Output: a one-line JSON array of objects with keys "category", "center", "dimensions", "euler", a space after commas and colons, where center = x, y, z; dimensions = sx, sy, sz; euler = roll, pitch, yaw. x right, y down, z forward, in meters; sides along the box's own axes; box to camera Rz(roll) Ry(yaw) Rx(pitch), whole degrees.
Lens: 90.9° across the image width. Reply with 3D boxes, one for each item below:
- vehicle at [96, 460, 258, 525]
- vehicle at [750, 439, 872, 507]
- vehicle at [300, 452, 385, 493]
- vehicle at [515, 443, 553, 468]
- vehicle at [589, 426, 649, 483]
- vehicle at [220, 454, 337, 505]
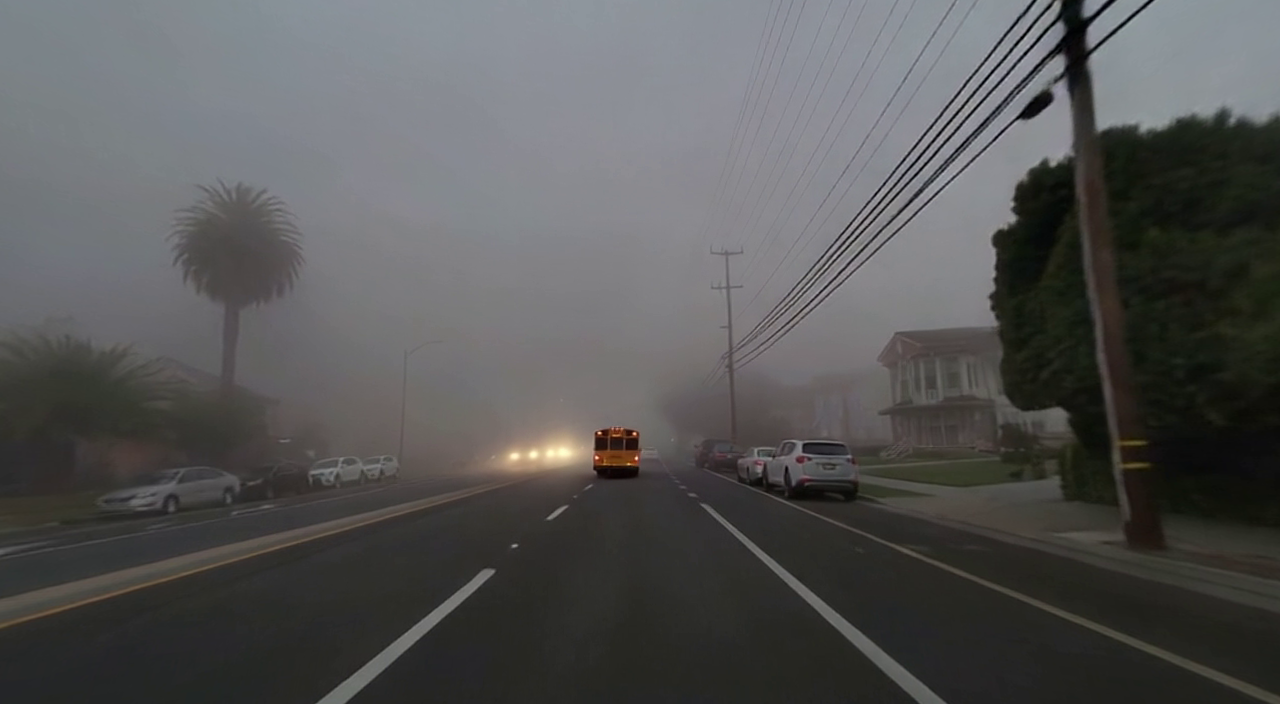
[{"category": "vehicle", "center": [-13.127, 3.962, 18.202], "dimensions": [1.841, 1.356, 3.938], "euler": [-6, -8, -2]}, {"category": "vehicle", "center": [4.275, 3.076, 16.546], "dimensions": [1.946, 1.530, 4.240], "euler": [0, -9, -1]}, {"category": "vehicle", "center": [-14.112, 5.691, 30.215], "dimensions": [2.041, 1.643, 4.665], "euler": [-3, -9, -3]}, {"category": "vehicle", "center": [-7.978, 7.816, 47.921], "dimensions": [2.096, 1.798, 4.831], "euler": [0, -9, 0]}, {"category": "vehicle", "center": [-0.909, 4.080, 25.236], "dimensions": [2.168, 2.040, 4.527], "euler": [0, -9, -3]}, {"category": "vehicle", "center": [-13.638, 4.788, 24.168], "dimensions": [1.979, 1.509, 4.763], "euler": [-3, -7, -4]}]
